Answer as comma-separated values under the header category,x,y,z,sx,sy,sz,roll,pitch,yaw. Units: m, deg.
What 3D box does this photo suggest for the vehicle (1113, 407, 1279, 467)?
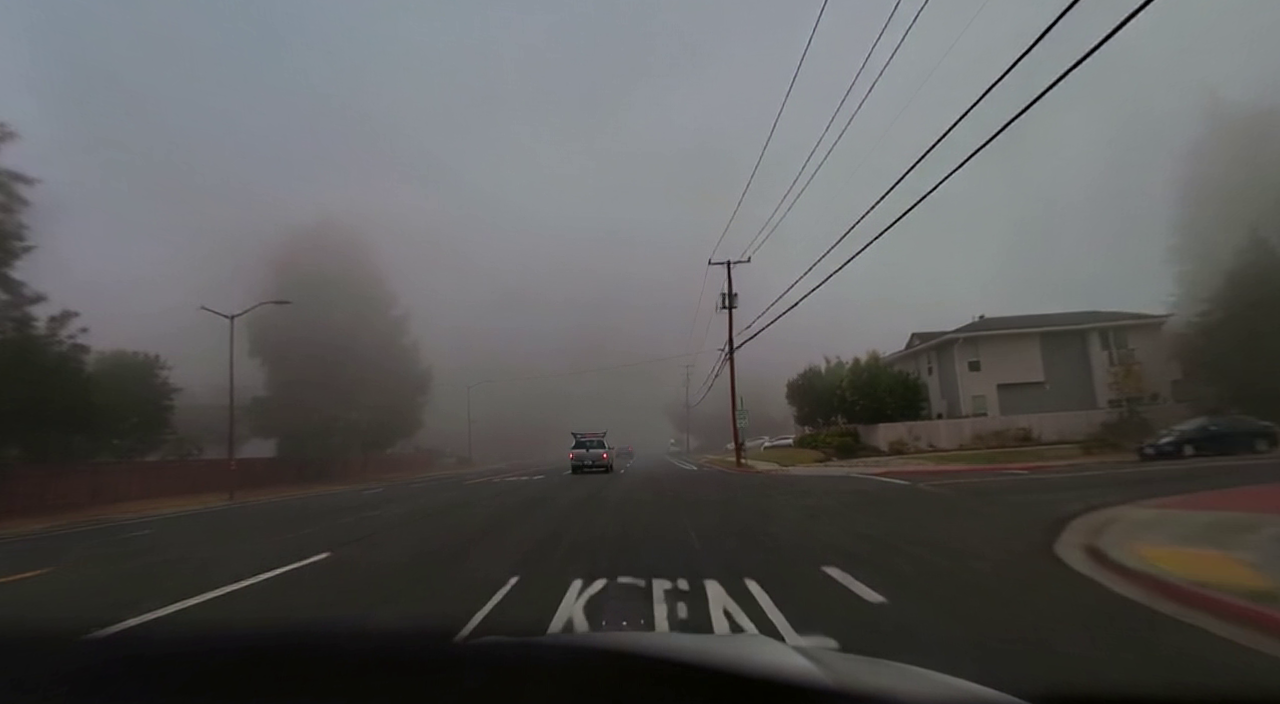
category,x,y,z,sx,sy,sz,roll,pitch,yaw
vehicle,20.377,3.086,22.704,4.502,1.833,2.462,-3,-11,1

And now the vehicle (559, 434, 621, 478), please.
category,x,y,z,sx,sy,sz,roll,pitch,yaw
vehicle,-2.198,4.789,29.251,2.327,1.861,4.941,0,-9,2
